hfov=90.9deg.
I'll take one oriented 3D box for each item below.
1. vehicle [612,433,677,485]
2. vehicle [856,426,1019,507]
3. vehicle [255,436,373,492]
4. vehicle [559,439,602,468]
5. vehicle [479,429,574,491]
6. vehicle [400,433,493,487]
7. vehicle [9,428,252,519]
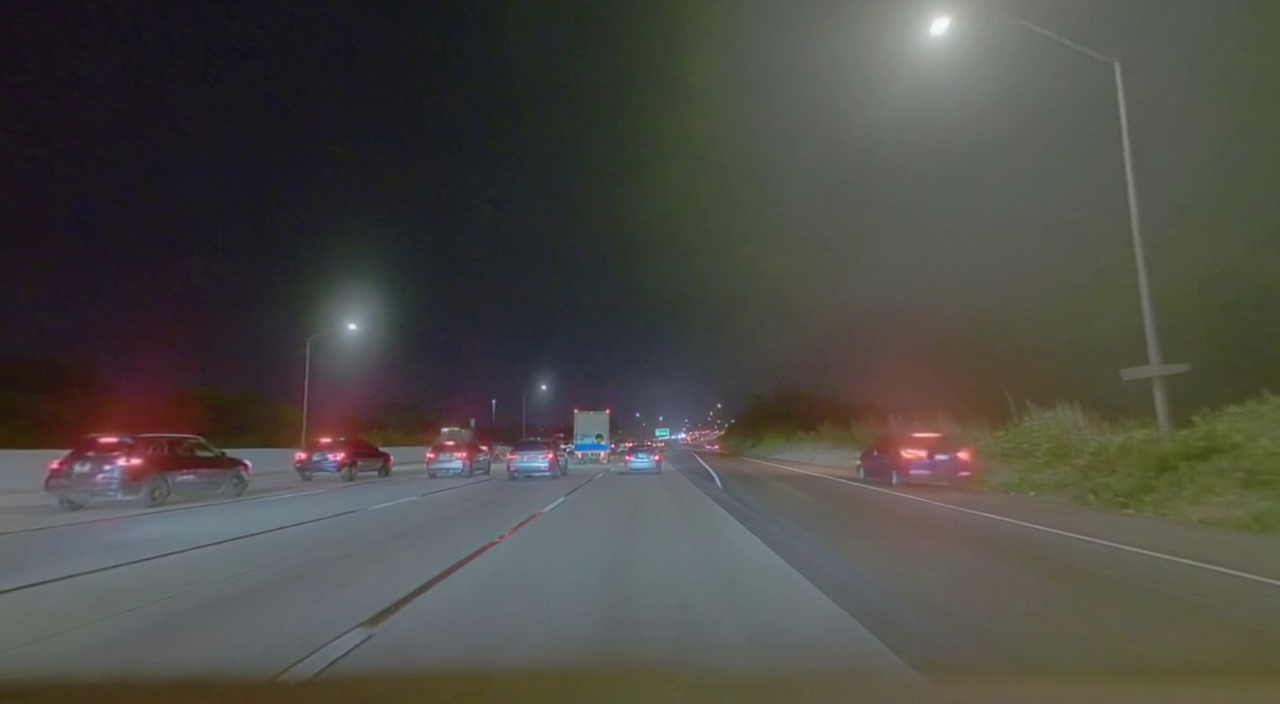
[{"bbox_3d":[0.159,3.870,23.153,2.180,1.716,3.920,0,-8,1],"label":"vehicle"},{"bbox_3d":[7.153,2.795,15.817,2.026,1.718,4.522,0,-8,3],"label":"vehicle"},{"bbox_3d":[-10.939,3.760,21.521,1.863,1.696,3.885,0,-8,1],"label":"vehicle"},{"bbox_3d":[-3.656,6.335,39.524,2.243,1.683,4.178,0,-8,1],"label":"vehicle"},{"bbox_3d":[-3.582,3.515,20.815,2.125,1.792,4.466,0,-8,2],"label":"vehicle"},{"bbox_3d":[-6.922,3.915,23.119,1.998,1.770,4.222,0,-8,1],"label":"vehicle"},{"bbox_3d":[-11.192,2.668,14.389,1.871,1.747,4.342,0,-8,0],"label":"vehicle"}]
